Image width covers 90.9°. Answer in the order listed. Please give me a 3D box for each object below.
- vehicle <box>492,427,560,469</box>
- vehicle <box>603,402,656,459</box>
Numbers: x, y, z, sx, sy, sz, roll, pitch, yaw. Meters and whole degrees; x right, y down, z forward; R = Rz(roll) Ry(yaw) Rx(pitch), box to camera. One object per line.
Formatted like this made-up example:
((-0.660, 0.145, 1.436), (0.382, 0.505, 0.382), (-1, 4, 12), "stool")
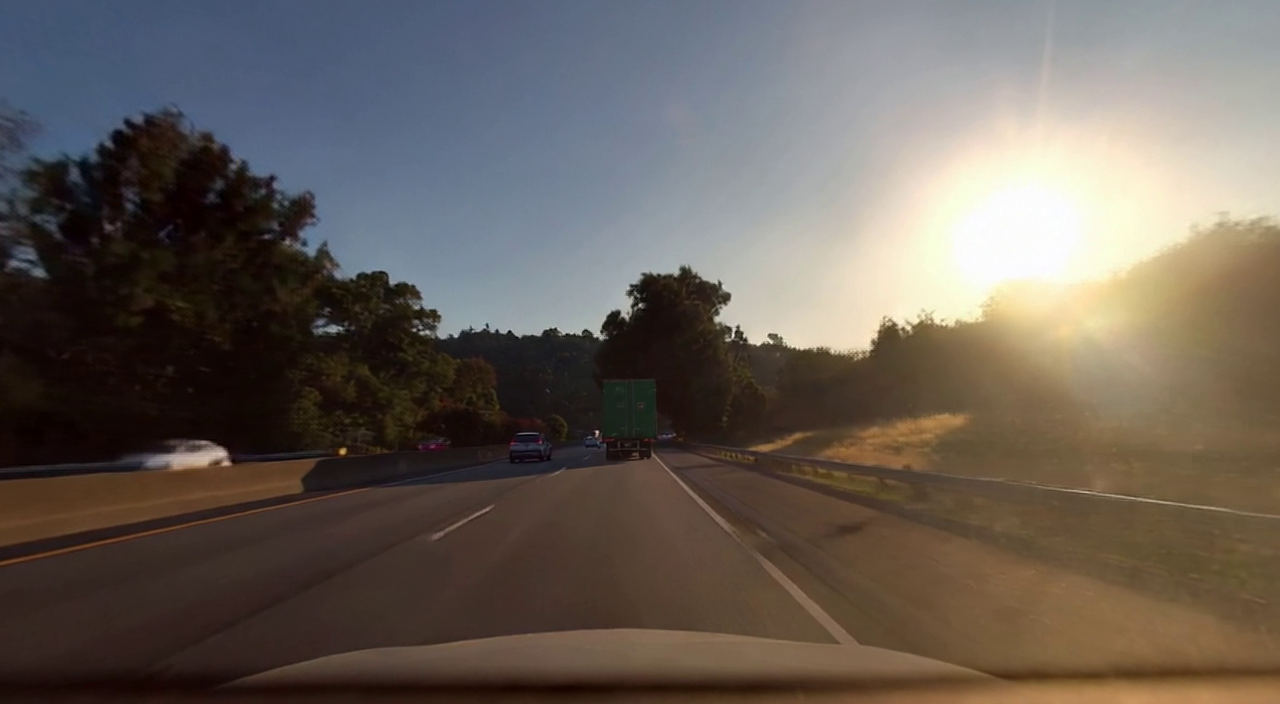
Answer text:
((-4.936, 4.232, 27.922), (2.138, 1.697, 4.587), (0, -8, 0), "vehicle")
((-0.486, 3.486, 28.049), (2.319, 2.461, 1.270), (0, -8, -2), "vehicle")
